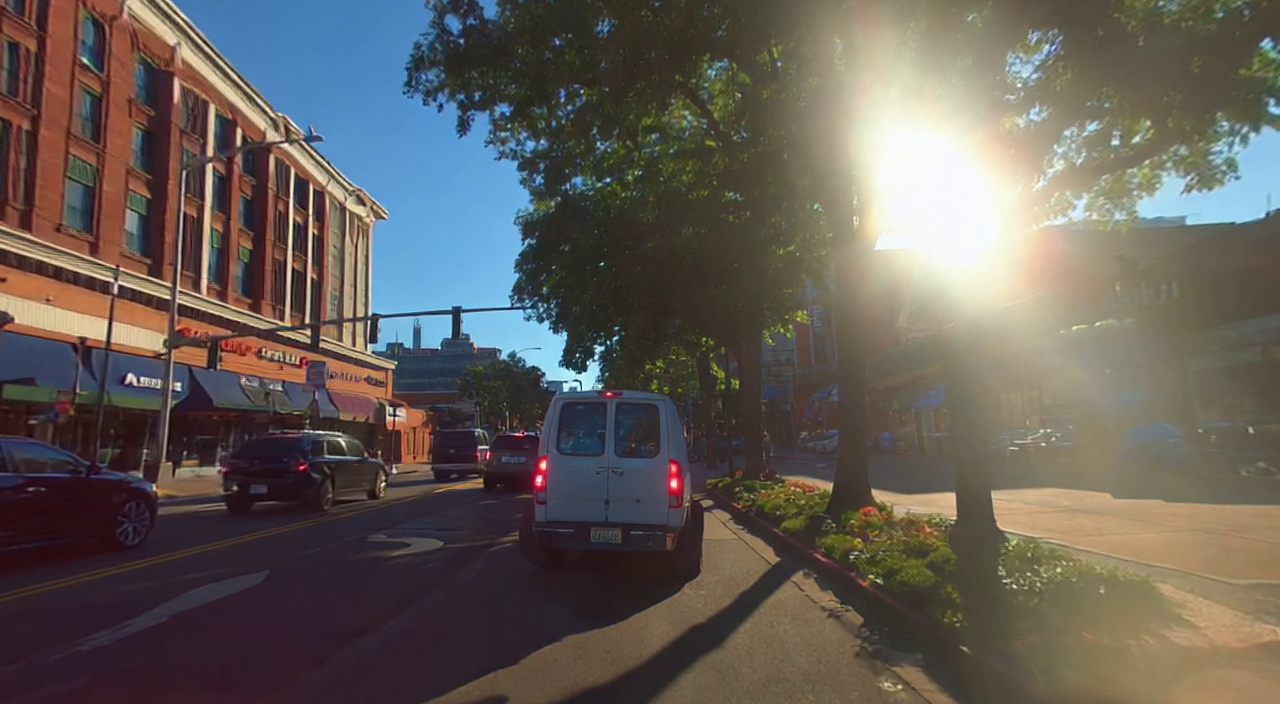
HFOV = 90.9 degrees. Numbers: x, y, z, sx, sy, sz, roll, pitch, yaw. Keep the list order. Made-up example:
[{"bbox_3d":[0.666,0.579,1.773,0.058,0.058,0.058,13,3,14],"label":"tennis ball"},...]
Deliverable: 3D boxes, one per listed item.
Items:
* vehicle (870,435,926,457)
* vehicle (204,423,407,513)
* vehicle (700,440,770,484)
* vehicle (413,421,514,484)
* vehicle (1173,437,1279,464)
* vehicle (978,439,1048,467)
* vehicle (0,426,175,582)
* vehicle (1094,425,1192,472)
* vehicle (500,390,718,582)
[{"bbox_3d":[20.104,7.320,49.045,4.361,1.653,2.034,6,-11,-37],"label":"vehicle"},{"bbox_3d":[-7.122,2.510,14.116,1.941,1.655,4.503,0,-8,2],"label":"vehicle"},{"bbox_3d":[3.424,4.046,23.510,2.023,1.441,4.240,0,-8,1],"label":"vehicle"},{"bbox_3d":[-6.460,3.751,23.750,2.496,2.112,4.351,0,-8,0],"label":"vehicle"},{"bbox_3d":[29.728,4.939,31.660,4.176,1.313,1.719,0,-8,2],"label":"vehicle"},{"bbox_3d":[20.102,5.405,33.918,3.836,1.443,1.694,5,-10,-35],"label":"vehicle"},{"bbox_3d":[-6.968,1.434,5.938,1.831,1.451,4.382,0,-8,0],"label":"vehicle"},{"bbox_3d":[19.224,3.658,24.041,4.156,1.622,1.924,7,-11,-38],"label":"vehicle"},{"bbox_3d":[-0.311,1.596,8.231,2.064,1.817,4.298,0,-8,-1],"label":"vehicle"}]
